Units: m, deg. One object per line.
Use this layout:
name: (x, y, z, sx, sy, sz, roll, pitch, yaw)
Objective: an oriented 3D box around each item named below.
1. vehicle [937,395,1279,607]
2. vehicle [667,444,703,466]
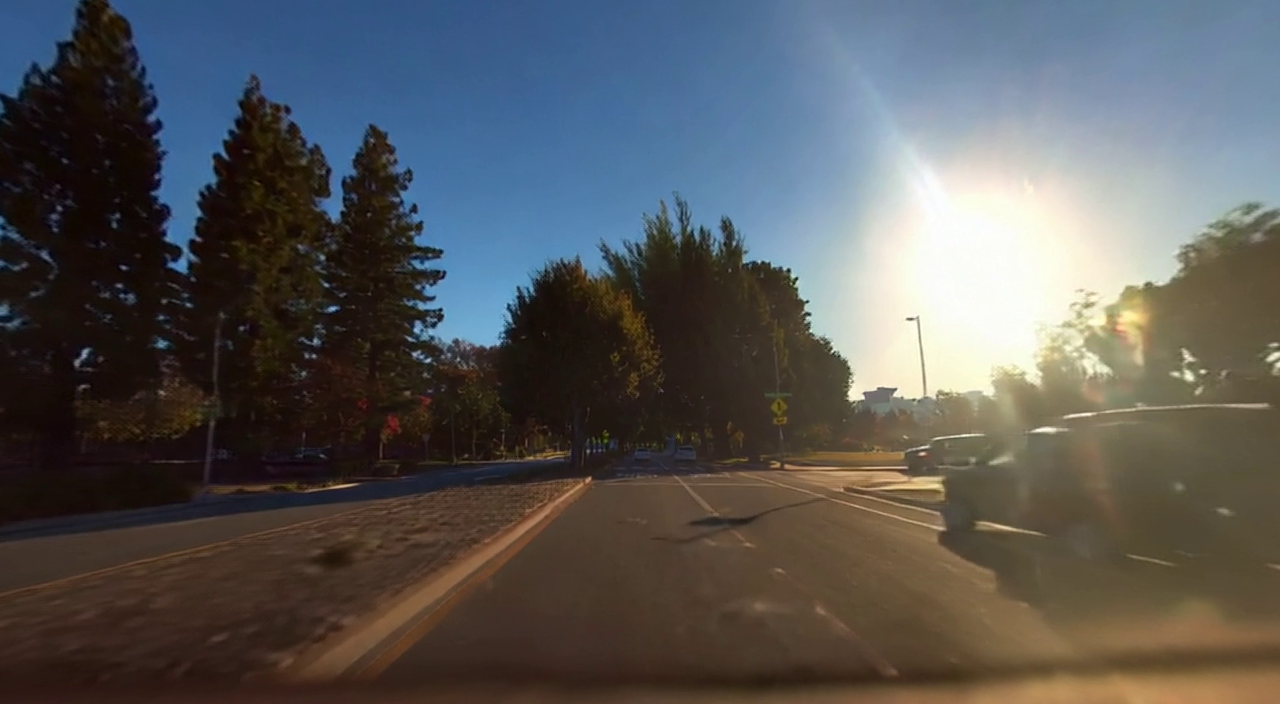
vehicle: (6.509, 1.791, 8.643, 2.081, 1.967, 5.211, 0, -9, -3)
vehicle: (3.158, 7.376, 45.356, 2.142, 1.501, 4.273, 0, -9, -1)
